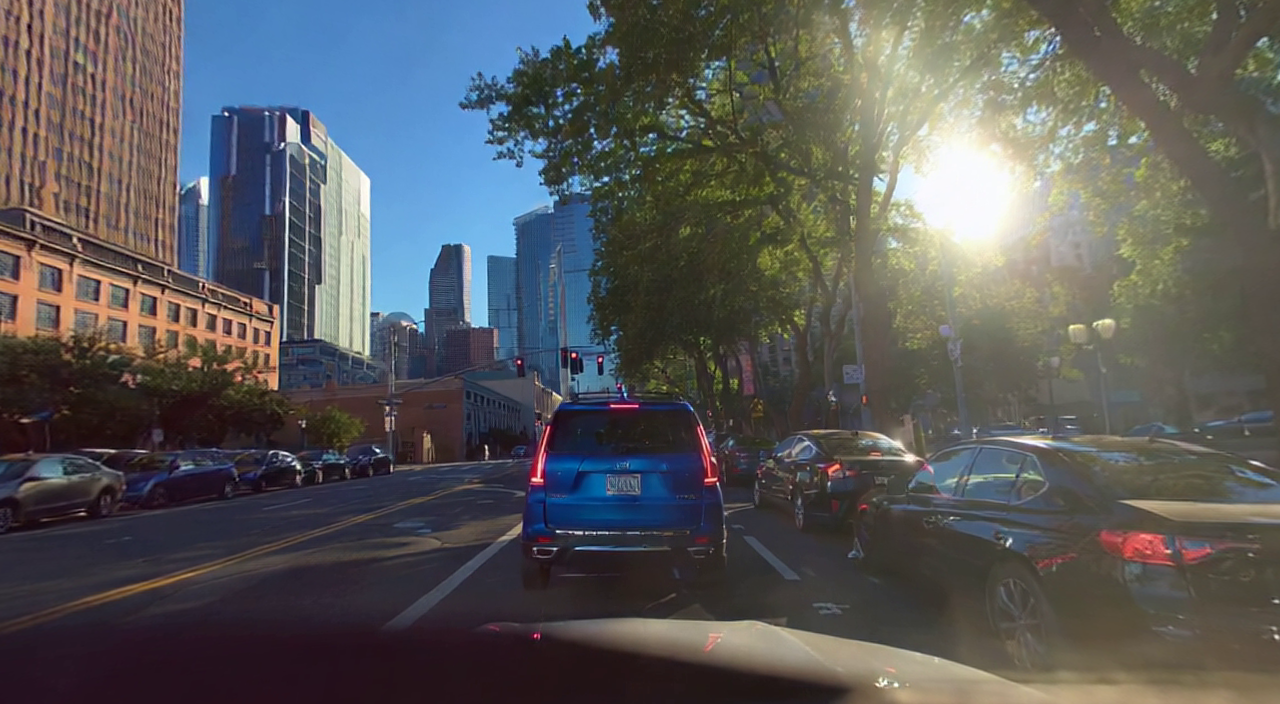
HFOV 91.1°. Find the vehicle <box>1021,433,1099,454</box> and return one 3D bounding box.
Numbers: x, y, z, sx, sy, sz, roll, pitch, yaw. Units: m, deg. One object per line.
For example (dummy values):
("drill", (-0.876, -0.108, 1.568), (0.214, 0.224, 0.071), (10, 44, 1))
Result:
("vehicle", (32.499, 7.085, 48.601), (5.224, 1.515, 2.164), (3, -9, -18))

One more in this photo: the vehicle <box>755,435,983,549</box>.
("vehicle", (3.294, 2.085, 10.086), (2.056, 1.422, 4.130), (0, -8, -1))

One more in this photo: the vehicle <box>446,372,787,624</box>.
("vehicle", (-0.161, 1.365, 6.771), (2.453, 1.816, 4.300), (0, -8, 0))

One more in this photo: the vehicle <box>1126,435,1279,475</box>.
("vehicle", (22.160, 4.052, 24.965), (4.055, 1.469, 1.848), (-4, -9, 26))

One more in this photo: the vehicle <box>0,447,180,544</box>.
("vehicle", (-12.531, 2.916, 13.470), (1.891, 1.723, 4.360), (0, -8, 1))

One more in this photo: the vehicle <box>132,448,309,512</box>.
("vehicle", (-12.456, 3.785, 19.138), (2.207, 1.648, 4.675), (0, -8, -1))
